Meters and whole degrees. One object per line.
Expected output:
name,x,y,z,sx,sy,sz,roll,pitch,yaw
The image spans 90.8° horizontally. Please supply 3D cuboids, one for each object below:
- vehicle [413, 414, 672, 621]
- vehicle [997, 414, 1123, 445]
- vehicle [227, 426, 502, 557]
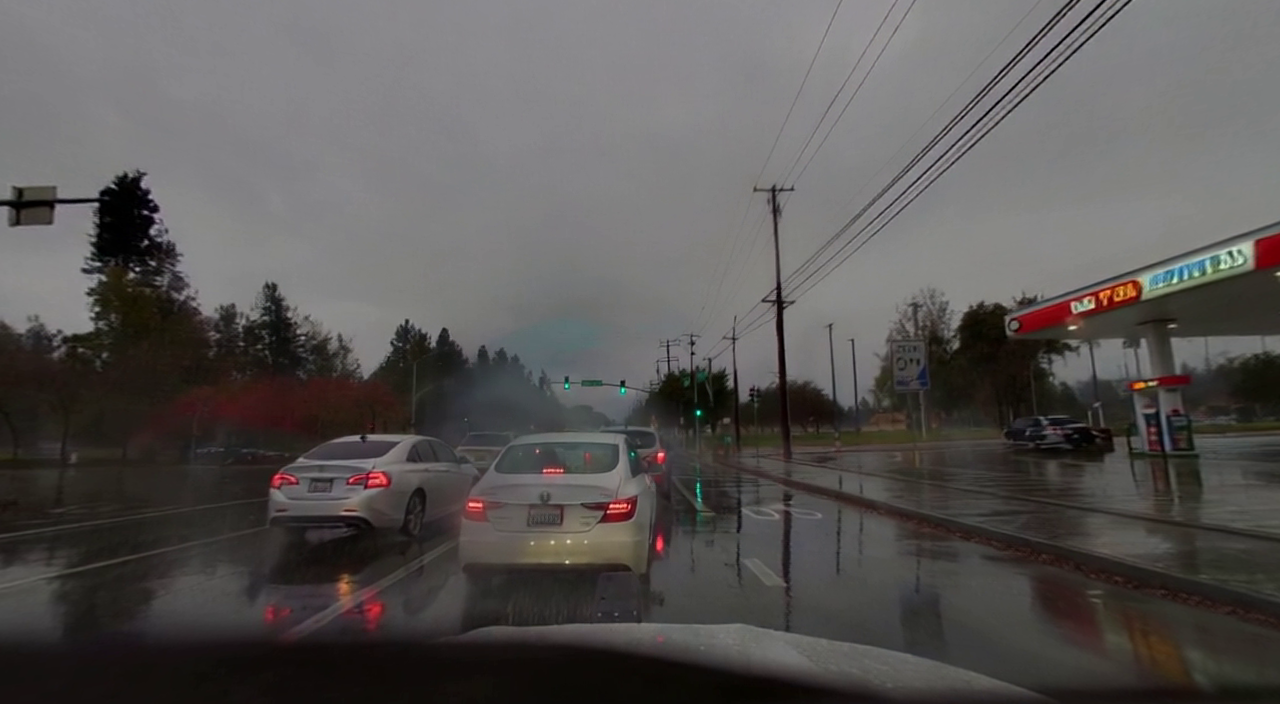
vehicle,-0.648,1.548,6.963,1.916,1.510,4.447,0,-8,2
vehicle,21.164,3.936,31.995,4.874,1.502,2.048,0,-8,0
vehicle,-3.756,1.983,9.830,1.995,1.506,4.773,0,-8,2
